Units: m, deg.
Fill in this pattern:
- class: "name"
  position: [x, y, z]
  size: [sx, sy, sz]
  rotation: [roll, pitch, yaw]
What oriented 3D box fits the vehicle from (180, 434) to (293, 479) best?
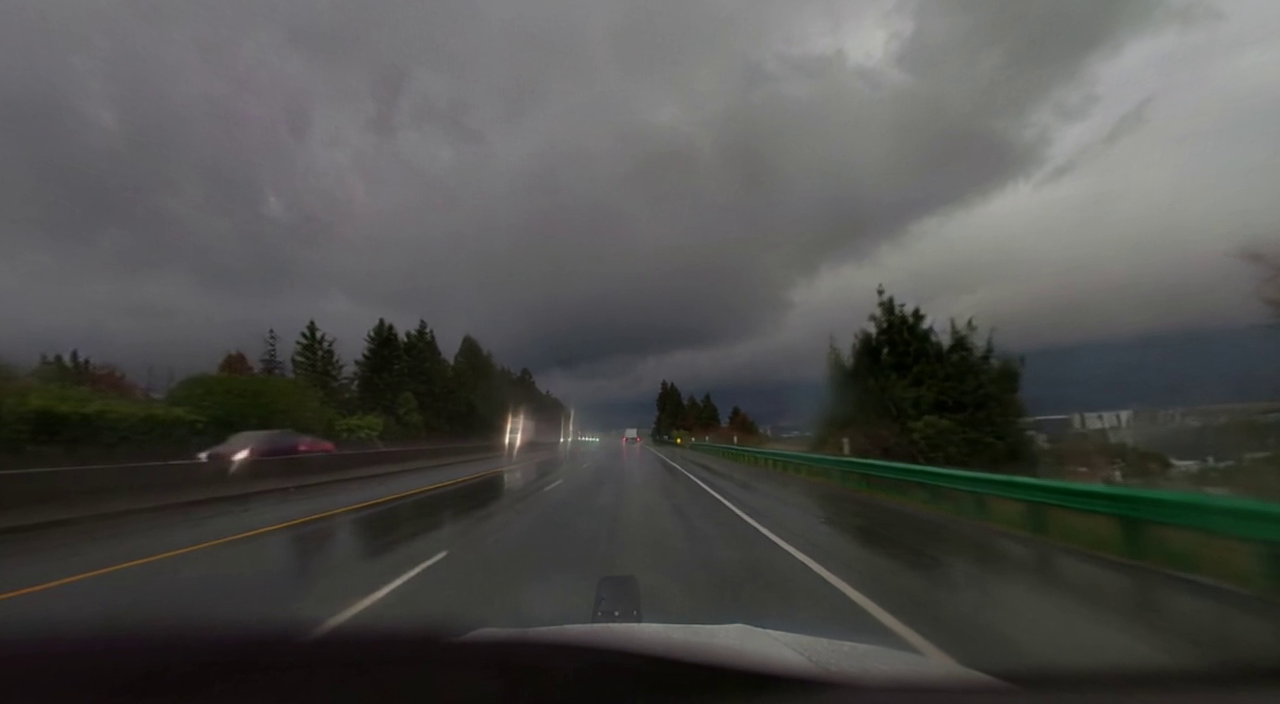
- class: "vehicle"
  position: [-16.779, 4.330, 26.505]
  size: [1.973, 1.703, 4.250]
  rotation: [0, -7, -1]
